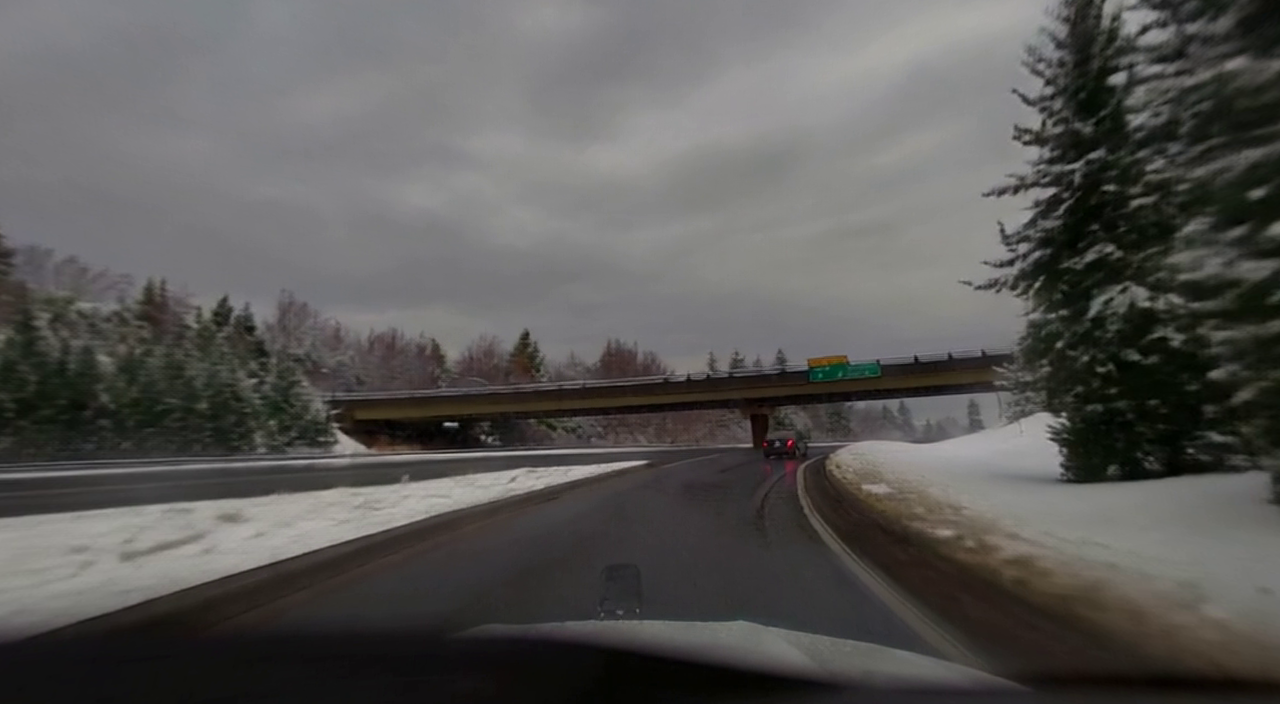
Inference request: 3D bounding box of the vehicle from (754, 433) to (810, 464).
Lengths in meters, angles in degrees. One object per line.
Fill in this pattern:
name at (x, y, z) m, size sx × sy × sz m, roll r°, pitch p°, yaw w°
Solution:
vehicle at (7.347, 4.978, 32.366) m, size 1.980 × 1.449 × 3.650 m, roll -5°, pitch -10°, yaw 25°
